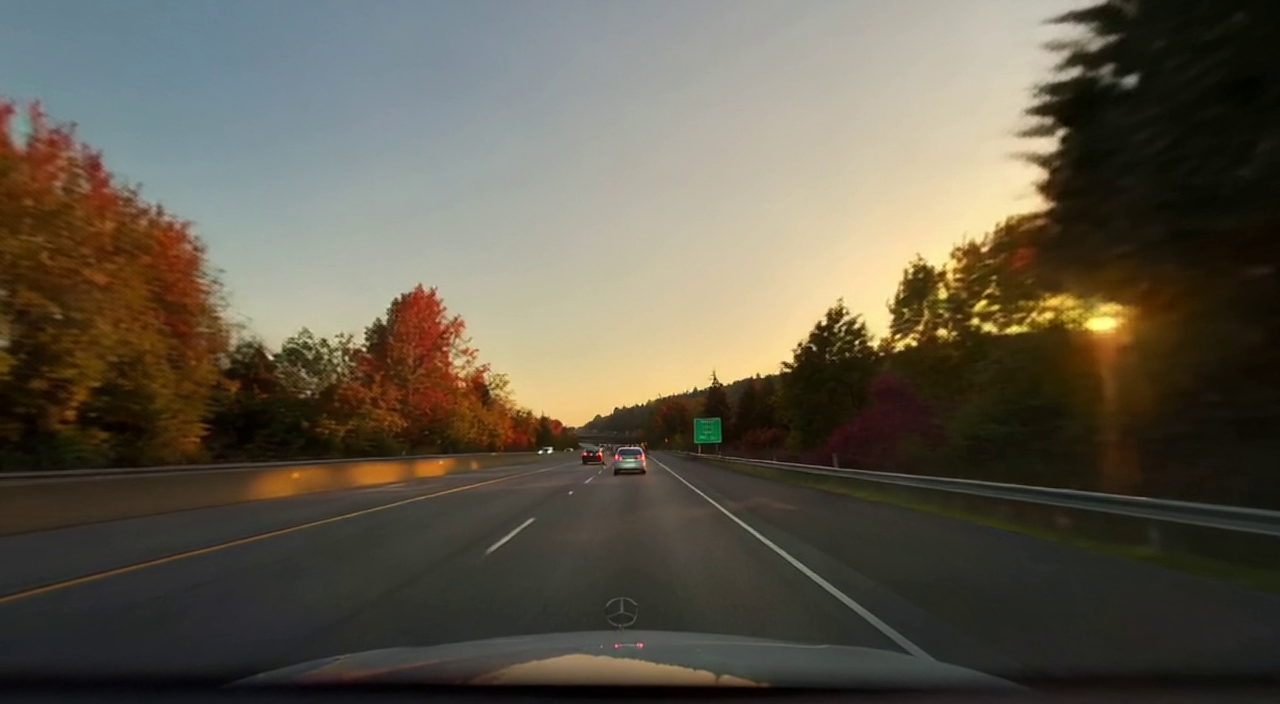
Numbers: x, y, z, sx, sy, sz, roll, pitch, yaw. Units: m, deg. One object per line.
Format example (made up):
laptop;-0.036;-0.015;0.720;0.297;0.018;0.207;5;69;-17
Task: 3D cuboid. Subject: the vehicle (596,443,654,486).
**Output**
vehicle;-0.557;4.340;24.400;2.066;1.490;3.759;-1;-9;0
